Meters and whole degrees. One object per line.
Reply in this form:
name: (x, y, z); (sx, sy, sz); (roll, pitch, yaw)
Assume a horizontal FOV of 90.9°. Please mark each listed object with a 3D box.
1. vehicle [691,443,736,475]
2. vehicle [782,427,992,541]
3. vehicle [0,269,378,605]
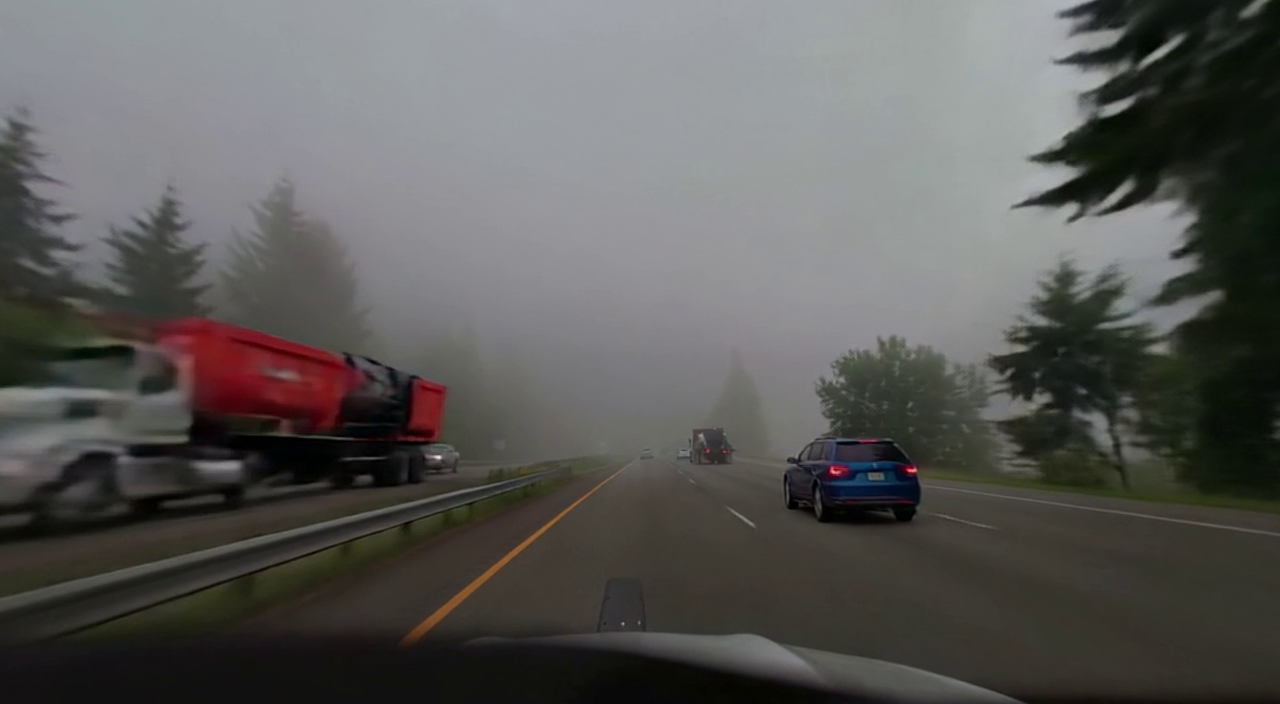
vehicle: (4.146, 6.106, 36.080); (2.022, 1.658, 4.132); (0, -9, -1)
vehicle: (3.989, 2.203, 11.074); (2.005, 1.604, 4.002); (0, -9, -1)
vehicle: (-7.851, 1.481, 10.746); (3.011, 3.465, 8.510); (0, -9, 0)
